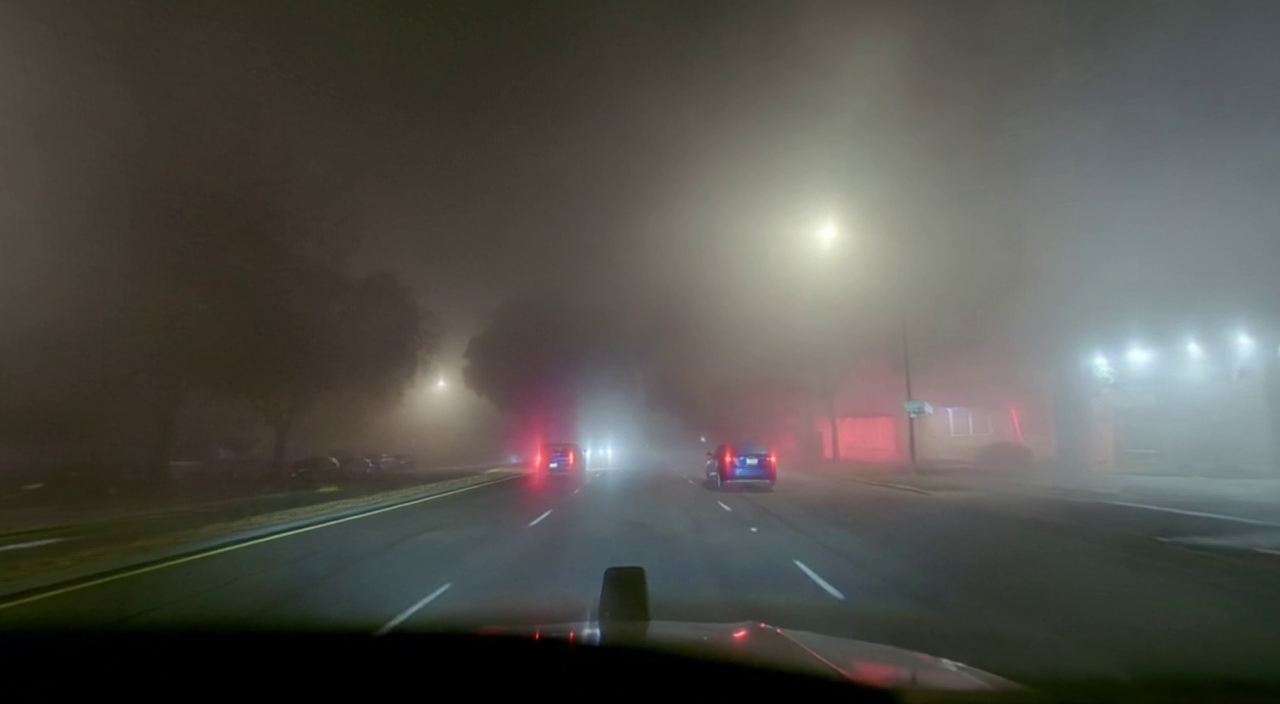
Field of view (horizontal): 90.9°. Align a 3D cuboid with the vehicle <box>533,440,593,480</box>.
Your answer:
[{"bbox_3d":[-3.336,4.768,28.122,2.113,1.626,4.129,0,-8,0],"label":"vehicle"}]

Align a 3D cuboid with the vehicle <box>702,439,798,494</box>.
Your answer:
[{"bbox_3d":[3.206,3.444,19.424,2.083,1.474,4.360,0,-8,-1],"label":"vehicle"}]

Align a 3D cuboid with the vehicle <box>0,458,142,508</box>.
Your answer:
[{"bbox_3d":[-22.574,5.083,24.925,1.922,1.682,4.638,0,-8,0],"label":"vehicle"}]

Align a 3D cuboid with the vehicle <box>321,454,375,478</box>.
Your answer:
[{"bbox_3d":[-22.321,8.696,48.393,1.794,1.664,4.582,-1,-8,1],"label":"vehicle"}]

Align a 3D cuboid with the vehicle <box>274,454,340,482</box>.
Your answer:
[{"bbox_3d":[-22.470,7.809,42.733,1.918,1.698,4.581,-1,-8,1],"label":"vehicle"}]
